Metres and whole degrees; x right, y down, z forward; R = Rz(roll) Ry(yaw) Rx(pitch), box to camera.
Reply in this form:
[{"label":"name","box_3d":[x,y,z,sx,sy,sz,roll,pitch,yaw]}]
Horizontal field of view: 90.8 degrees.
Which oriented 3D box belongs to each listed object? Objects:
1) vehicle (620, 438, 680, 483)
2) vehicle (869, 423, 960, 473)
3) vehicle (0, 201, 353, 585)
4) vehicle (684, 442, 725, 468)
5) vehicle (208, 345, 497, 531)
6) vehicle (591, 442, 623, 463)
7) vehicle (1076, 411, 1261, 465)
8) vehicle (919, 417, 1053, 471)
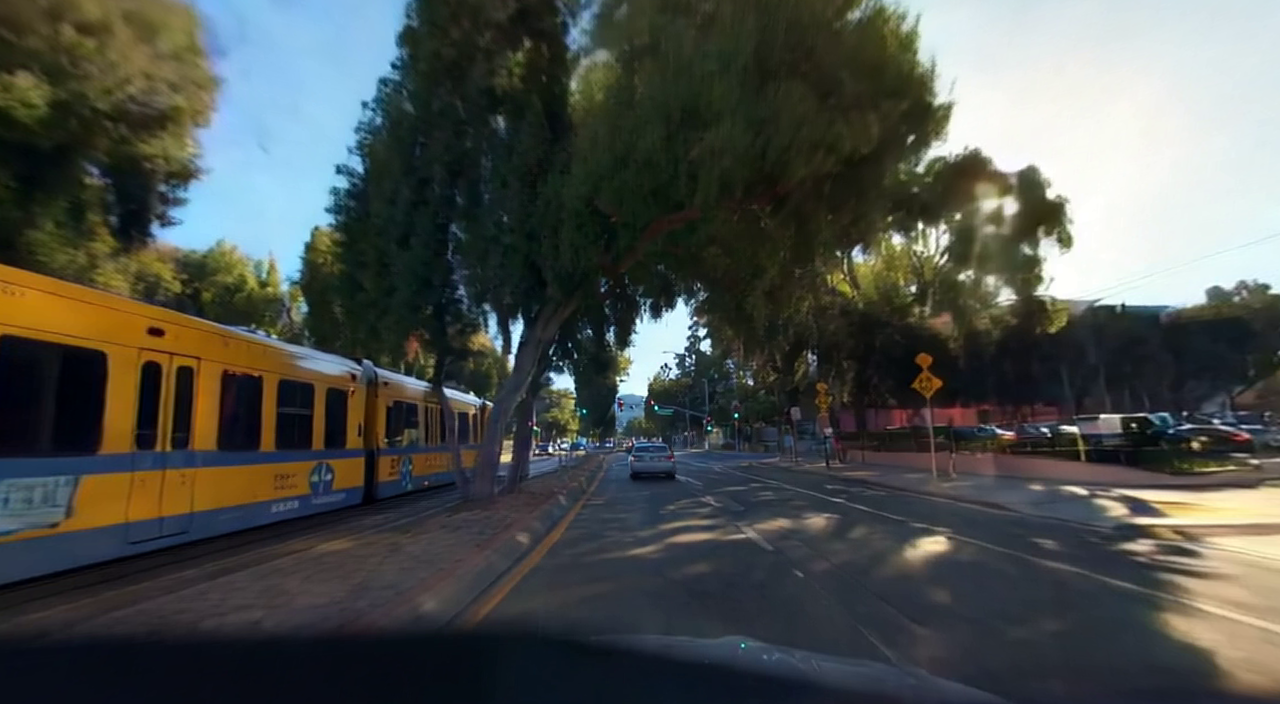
[{"label":"vehicle","box_3d":[0.342,3.954,23.351,2.002,1.471,4.337,0,-8,0]},{"label":"vehicle","box_3d":[13.603,4.711,31.791,2.221,2.116,5.535,2,-5,1]},{"label":"vehicle","box_3d":[-7.657,0.461,6.663,2.897,3.700,13.528,0,-7,0]},{"label":"vehicle","box_3d":[3.770,6.095,37.667,1.944,1.447,4.392,0,-8,0]},{"label":"vehicle","box_3d":[-7.510,2.726,19.860,2.891,3.904,13.008,0,-8,0]},{"label":"vehicle","box_3d":[-2.363,7.327,46.150,2.118,1.478,4.076,0,-8,0]},{"label":"vehicle","box_3d":[19.690,3.302,24.031,2.159,1.817,5.675,0,-8,1]},{"label":"vehicle","box_3d":[13.448,3.661,25.099,2.145,1.911,5.581,0,-8,0]}]
